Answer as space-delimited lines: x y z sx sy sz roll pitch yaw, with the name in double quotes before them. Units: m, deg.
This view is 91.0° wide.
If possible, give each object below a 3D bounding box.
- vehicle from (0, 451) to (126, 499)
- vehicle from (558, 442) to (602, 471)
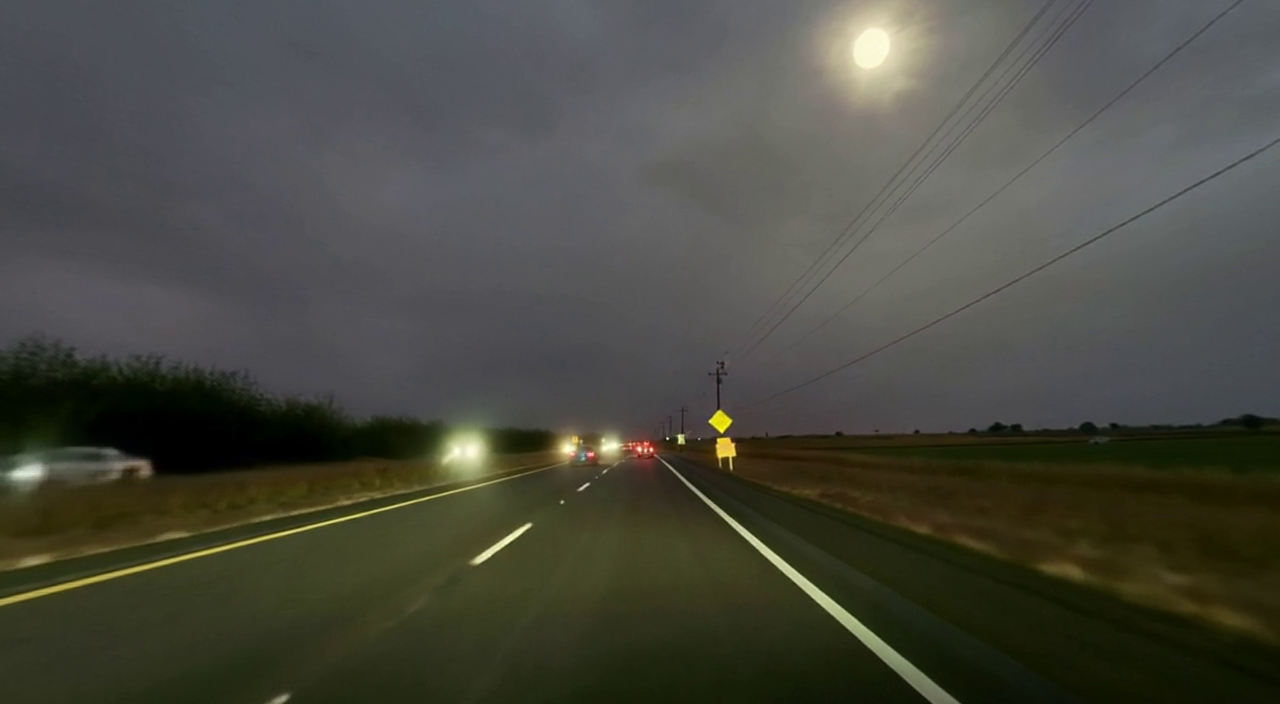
"vehicle" -21.246 4.339 22.613 1.820 1.517 4.376 0 -9 0
"vehicle" -3.519 6.276 37.878 2.120 1.597 4.810 0 -9 0
